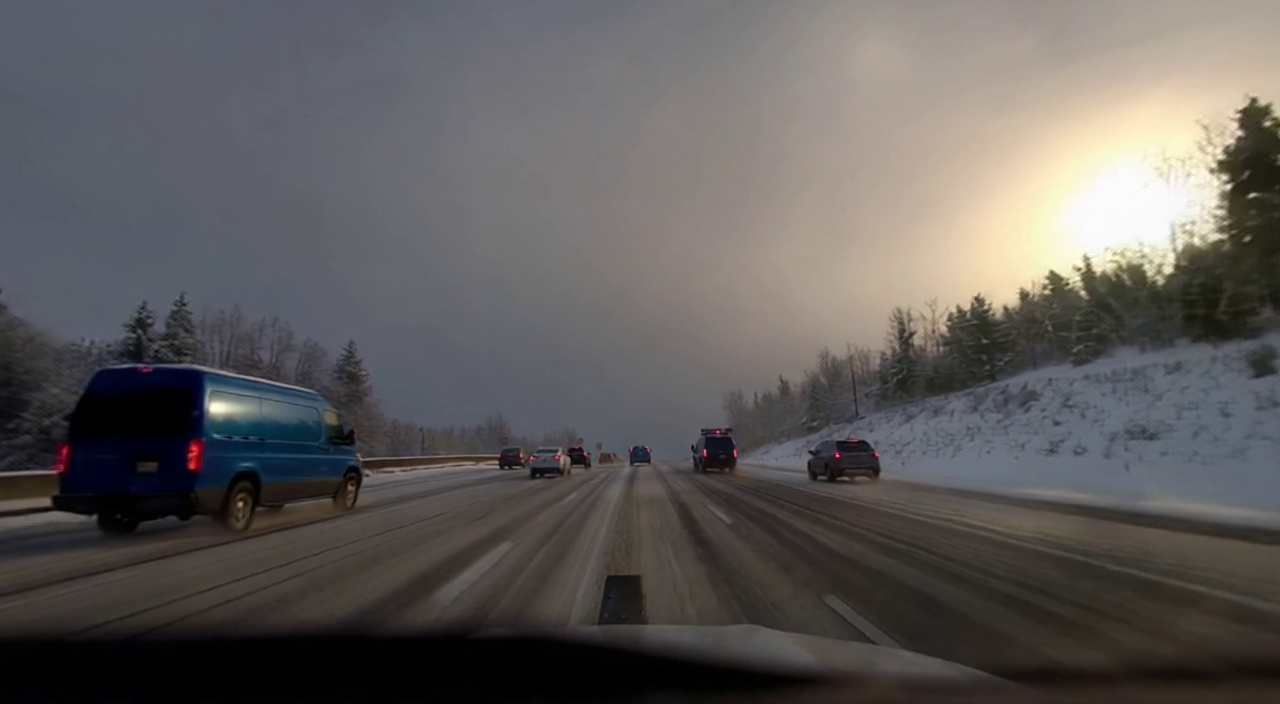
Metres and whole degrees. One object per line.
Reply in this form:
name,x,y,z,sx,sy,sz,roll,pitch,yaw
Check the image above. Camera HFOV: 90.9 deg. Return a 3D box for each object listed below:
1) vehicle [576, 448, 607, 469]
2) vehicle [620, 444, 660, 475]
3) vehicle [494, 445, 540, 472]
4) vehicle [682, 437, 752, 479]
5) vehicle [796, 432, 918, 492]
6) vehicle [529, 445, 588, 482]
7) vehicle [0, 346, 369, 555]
vehicle,-3.555,7.885,47.100,1.987,1.466,4.341,0,-9,0
vehicle,0.010,5.950,35.218,2.115,1.617,4.102,0,-9,1
vehicle,-7.638,6.655,39.558,1.961,1.562,4.301,0,-9,1
vehicle,3.700,5.254,31.551,2.777,1.895,5.710,0,-9,0
vehicle,7.422,3.832,22.430,2.304,1.840,5.706,0,-9,0
vehicle,-3.493,4.860,27.733,1.970,1.483,4.071,0,-9,1
vehicle,-7.563,1.748,11.498,2.336,2.708,6.421,0,-9,0
